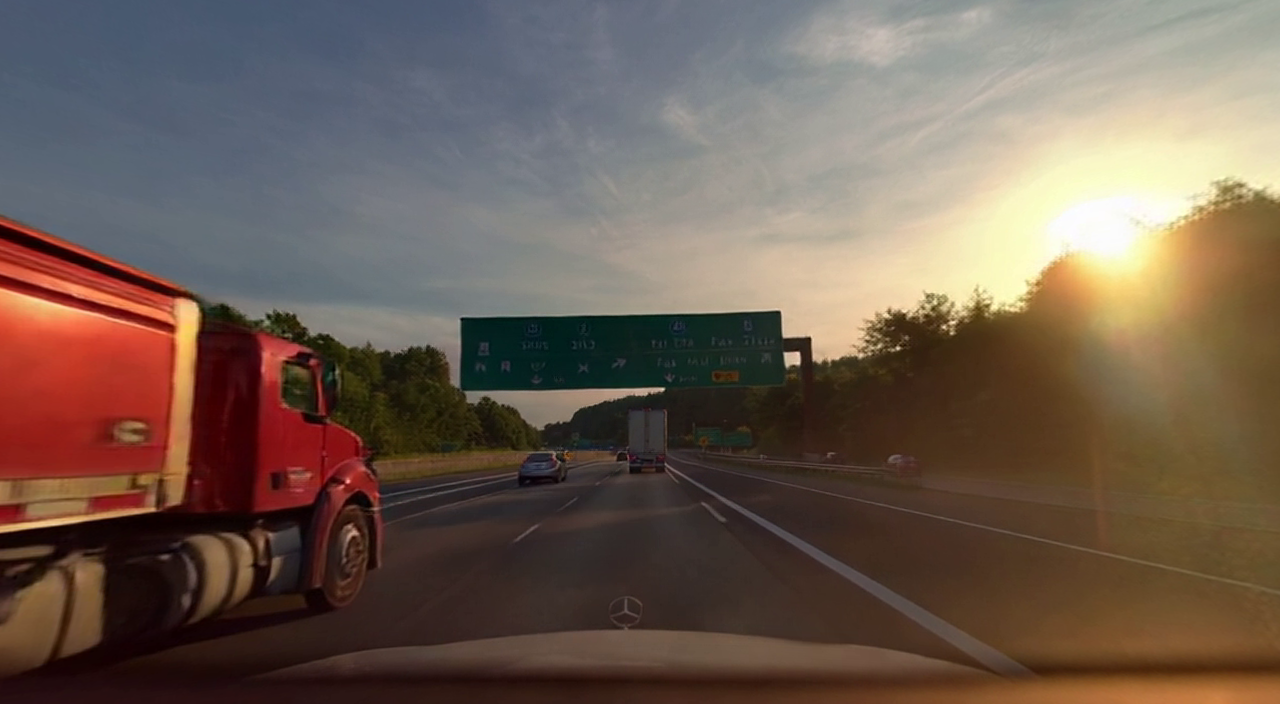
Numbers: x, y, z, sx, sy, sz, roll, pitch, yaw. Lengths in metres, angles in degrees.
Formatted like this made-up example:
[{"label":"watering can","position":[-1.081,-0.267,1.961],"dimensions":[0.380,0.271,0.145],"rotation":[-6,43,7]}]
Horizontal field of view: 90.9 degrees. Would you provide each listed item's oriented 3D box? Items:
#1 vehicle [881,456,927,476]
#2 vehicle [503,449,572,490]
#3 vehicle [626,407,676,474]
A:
[{"label":"vehicle","position":[20.247,8.706,48.431],"dimensions":[1.857,1.407,3.719],"rotation":[0,-9,0]},{"label":"vehicle","position":[-3.959,4.598,25.099],"dimensions":[1.931,1.466,4.458],"rotation":[0,-9,1]},{"label":"vehicle","position":[0.790,6.222,43.793],"dimensions":[3.022,4.072,10.318],"rotation":[0,-9,1]}]
